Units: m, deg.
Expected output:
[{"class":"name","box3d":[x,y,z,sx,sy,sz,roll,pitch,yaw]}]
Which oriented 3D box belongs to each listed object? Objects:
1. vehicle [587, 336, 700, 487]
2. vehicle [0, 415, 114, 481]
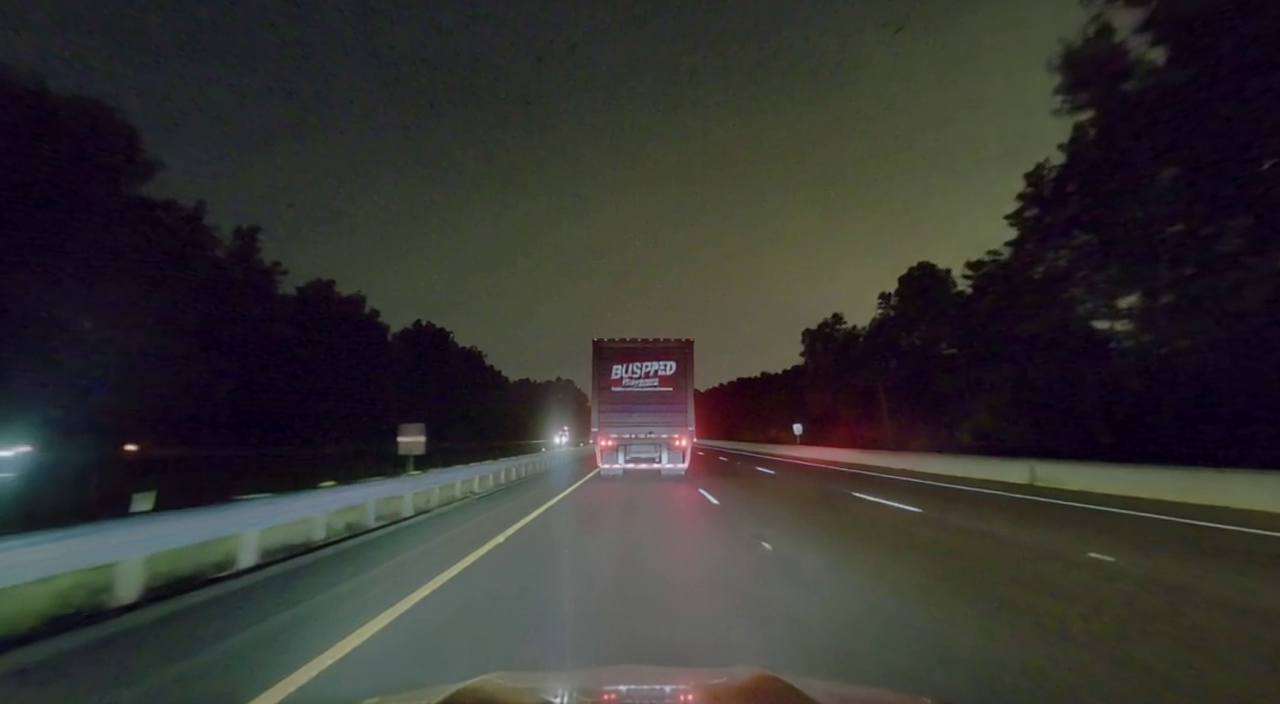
[{"class":"vehicle","box3d":[0.082,2.095,20.649,2.870,3.911,8.697,0,-8,0]},{"class":"vehicle","box3d":[-15.710,2.355,15.588,1.795,1.517,4.019,0,-8,0]}]
